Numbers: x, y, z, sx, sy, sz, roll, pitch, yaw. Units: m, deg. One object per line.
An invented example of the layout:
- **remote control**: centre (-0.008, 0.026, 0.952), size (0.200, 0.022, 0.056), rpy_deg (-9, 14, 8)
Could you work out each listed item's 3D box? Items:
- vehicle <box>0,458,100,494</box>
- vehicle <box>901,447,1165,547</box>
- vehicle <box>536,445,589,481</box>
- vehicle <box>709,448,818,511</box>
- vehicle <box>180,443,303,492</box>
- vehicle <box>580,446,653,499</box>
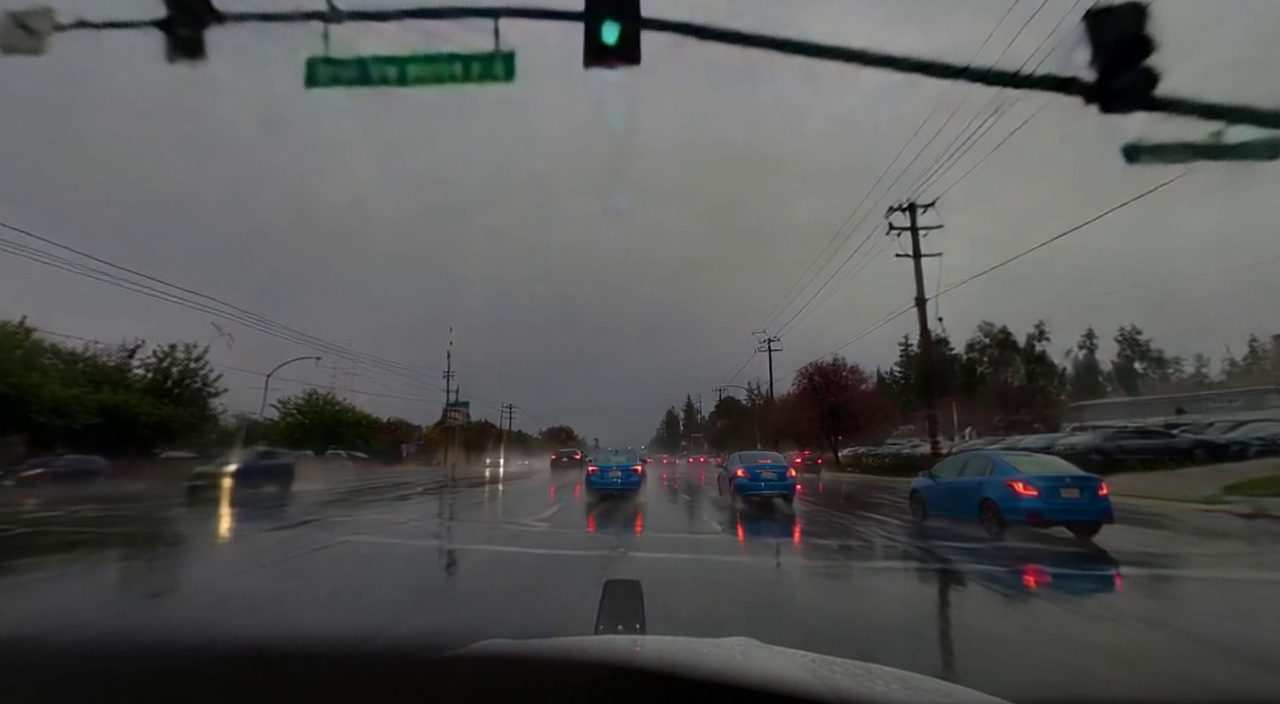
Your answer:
- **vehicle**: centre (-27.946, 5.737, 29.585), size (1.859, 1.482, 3.717), rpy_deg (-1, -8, 4)
- **vehicle**: centre (6.863, 2.530, 11.794), size (2.004, 1.455, 4.417), rpy_deg (0, -8, -1)
- **vehicle**: centre (-3.769, 5.476, 31.481), size (2.073, 1.606, 4.364), rpy_deg (0, -8, 1)
- **vehicle**: centre (3.261, 3.447, 17.711), size (2.053, 1.490, 4.464), rpy_deg (0, -8, -1)
- **vehicle**: centre (-16.336, 4.714, 26.261), size (2.064, 1.827, 4.647), rpy_deg (0, -8, 0)
- **vehicle**: centre (-0.689, 3.759, 20.132), size (2.065, 1.464, 4.216), rpy_deg (0, -8, 0)
